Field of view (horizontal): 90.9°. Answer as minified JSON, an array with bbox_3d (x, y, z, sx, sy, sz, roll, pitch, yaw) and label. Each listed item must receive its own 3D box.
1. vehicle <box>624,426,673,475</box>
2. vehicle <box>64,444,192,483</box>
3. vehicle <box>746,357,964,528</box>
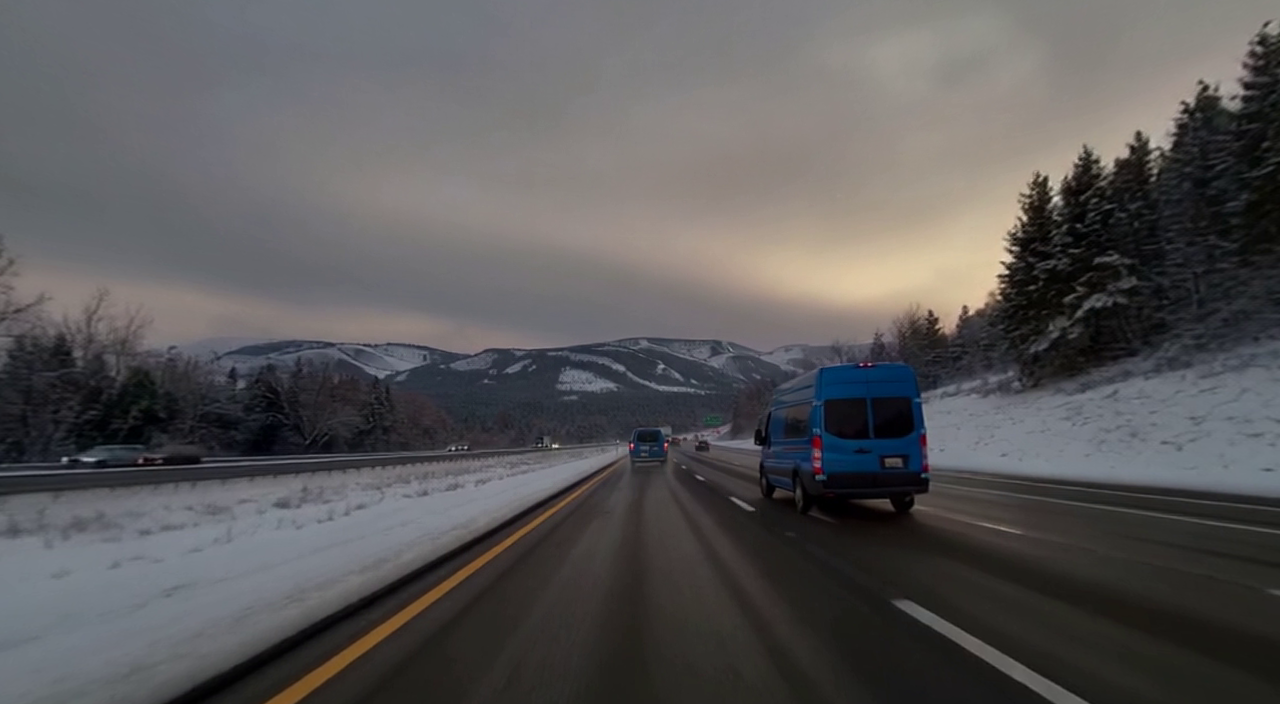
[{"bbox_3d":[0.388,4.640,29.910,2.131,2.122,4.473,0,-8,0],"label":"vehicle"},{"bbox_3d":[-24.583,5.337,30.577,2.041,1.704,4.905,0,-8,1],"label":"vehicle"},{"bbox_3d":[3.868,1.851,12.994,2.302,2.670,6.176,0,-8,0],"label":"vehicle"}]
